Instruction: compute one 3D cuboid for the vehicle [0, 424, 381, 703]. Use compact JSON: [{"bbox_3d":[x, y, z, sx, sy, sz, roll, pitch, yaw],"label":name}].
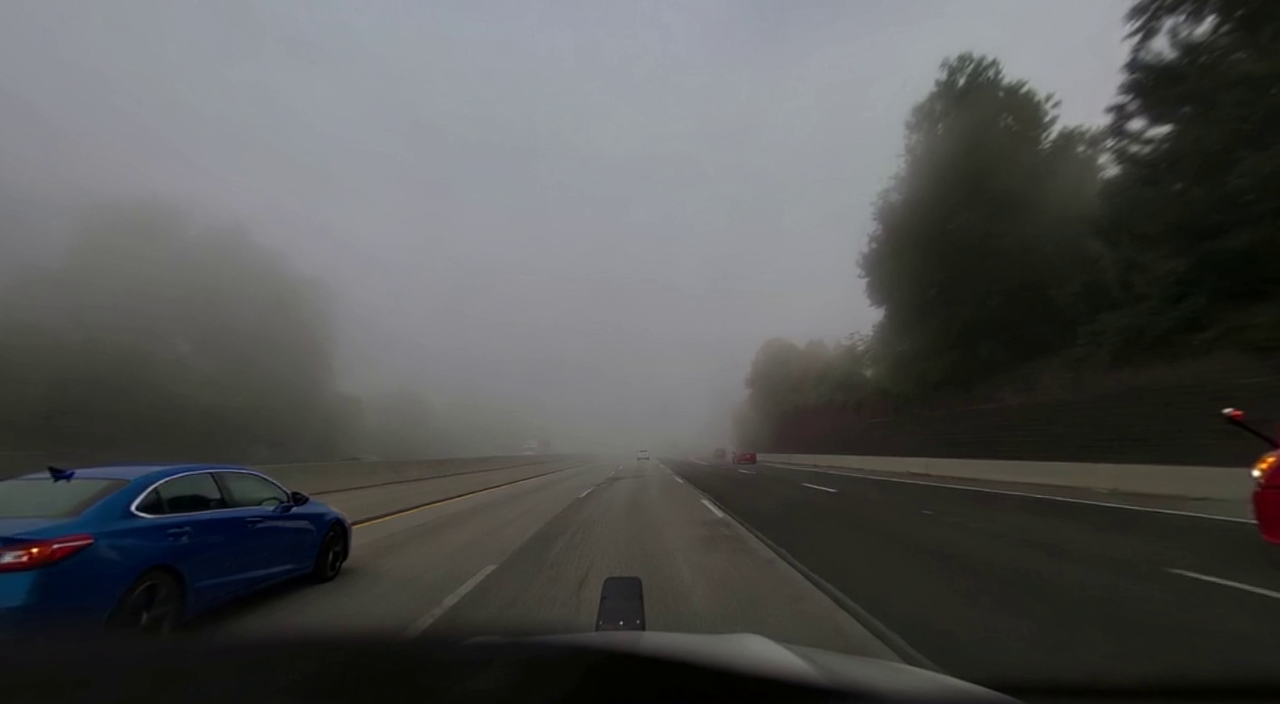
[{"bbox_3d":[-3.809,1.332,4.598,1.873,1.438,4.546,-1,-9,1],"label":"vehicle"}]
